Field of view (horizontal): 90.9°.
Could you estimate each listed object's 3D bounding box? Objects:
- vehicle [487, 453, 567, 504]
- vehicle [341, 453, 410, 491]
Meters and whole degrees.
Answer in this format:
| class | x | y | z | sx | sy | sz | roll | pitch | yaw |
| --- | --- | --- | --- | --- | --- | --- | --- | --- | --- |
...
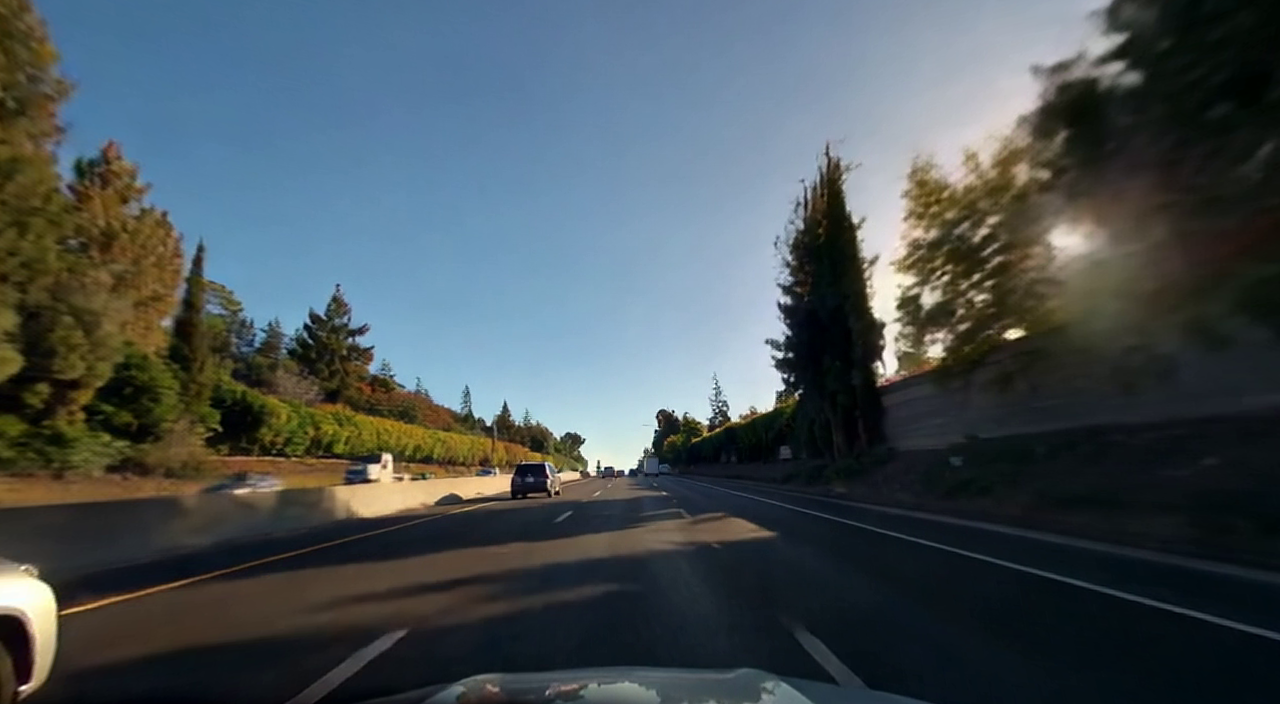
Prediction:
| class | x | y | z | sx | sy | sz | roll | pitch | yaw |
| --- | --- | --- | --- | --- | --- | --- | --- | --- | --- |
| vehicle | -4.301 | 4.941 | 24.871 | 2.178 | 1.736 | 4.847 | 1 | -10 | 0 |
| vehicle | -20.529 | 9.371 | 49.268 | 2.557 | 2.682 | 6.194 | 1 | -10 | 0 |
